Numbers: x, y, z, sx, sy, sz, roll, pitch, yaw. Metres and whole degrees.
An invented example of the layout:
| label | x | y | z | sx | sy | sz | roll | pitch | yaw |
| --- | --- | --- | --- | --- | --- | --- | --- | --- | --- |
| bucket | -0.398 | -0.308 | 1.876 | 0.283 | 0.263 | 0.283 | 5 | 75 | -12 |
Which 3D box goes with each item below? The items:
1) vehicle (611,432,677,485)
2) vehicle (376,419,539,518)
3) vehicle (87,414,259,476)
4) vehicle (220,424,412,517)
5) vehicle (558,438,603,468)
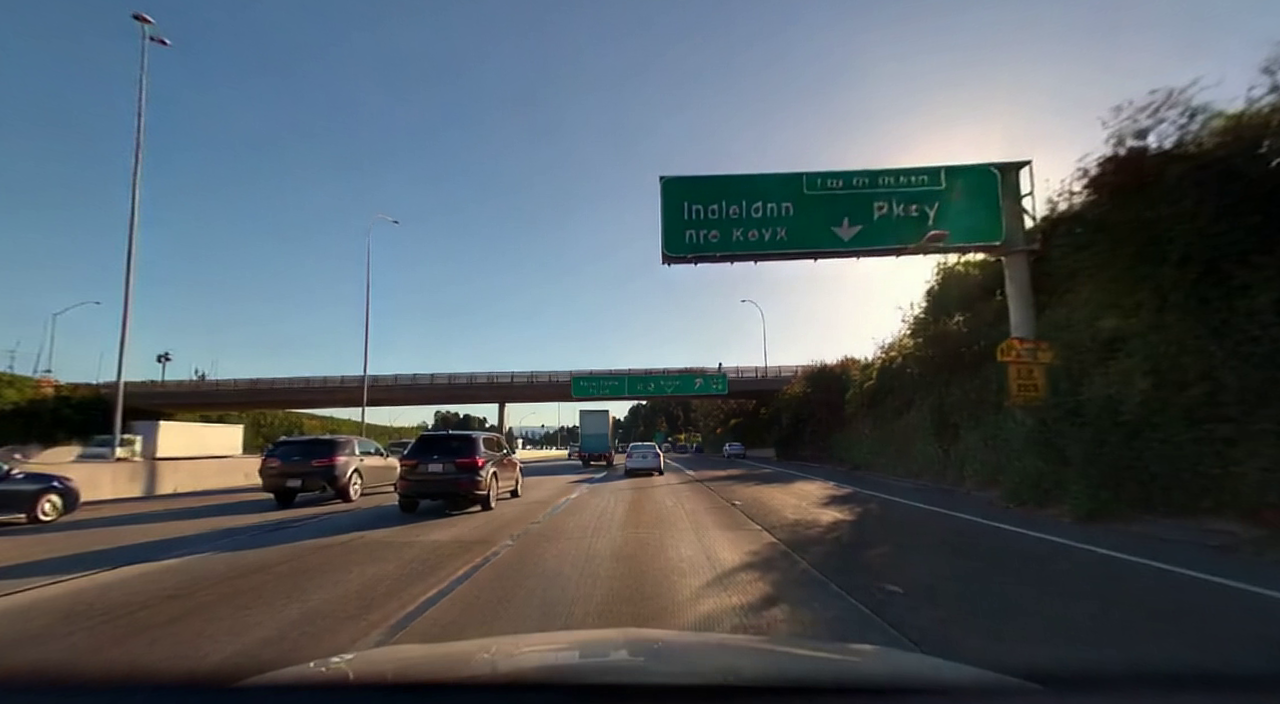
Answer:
| label | x | y | z | sx | sy | sz | roll | pitch | yaw |
| --- | --- | --- | --- | --- | --- | --- | --- | --- | --- |
| vehicle | 0.172 | 3.785 | 22.769 | 2.180 | 1.716 | 3.920 | 0 | -8 | 1 |
| vehicle | -3.741 | 2.477 | 13.923 | 2.125 | 1.792 | 4.466 | 0 | -8 | 2 |
| vehicle | -27.949 | 5.687 | 38.652 | 2.909 | 3.253 | 9.778 | 0 | -8 | 1 |
| vehicle | -6.967 | 2.572 | 14.207 | 1.998 | 1.770 | 4.222 | 0 | -8 | 1 |
| vehicle | -3.490 | 6.020 | 37.822 | 2.243 | 1.683 | 4.178 | 0 | -8 | 1 |
